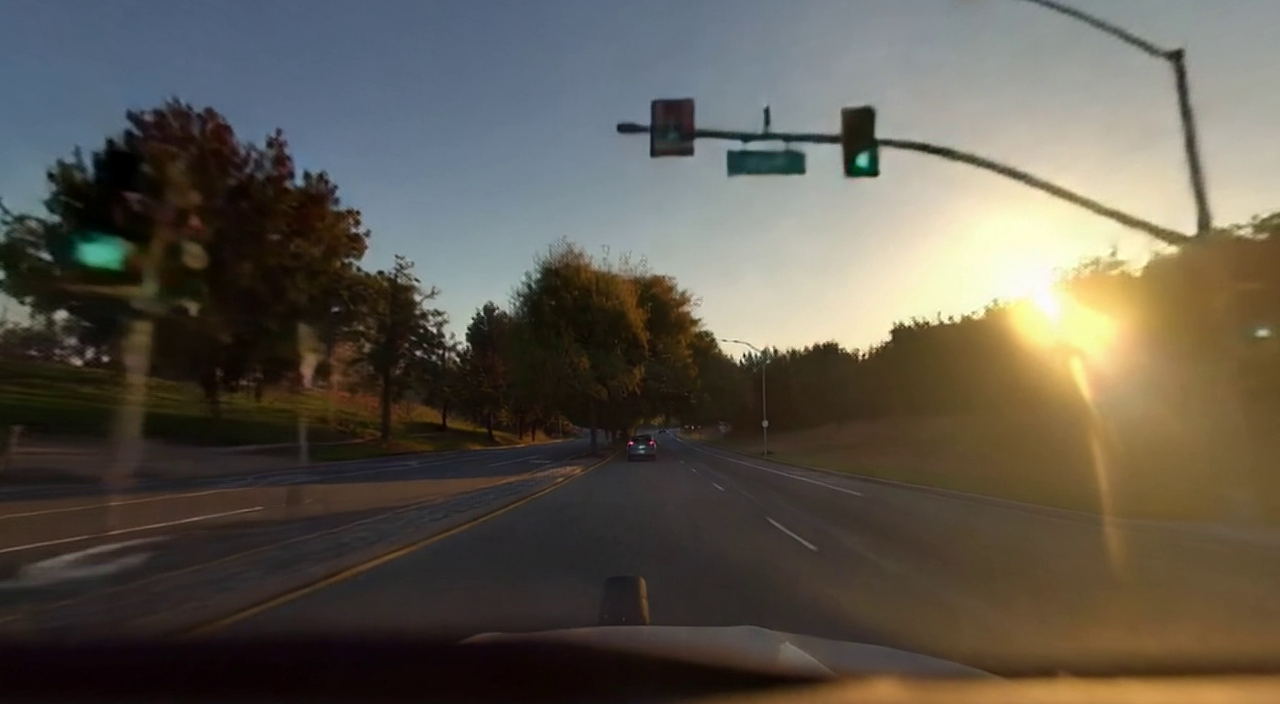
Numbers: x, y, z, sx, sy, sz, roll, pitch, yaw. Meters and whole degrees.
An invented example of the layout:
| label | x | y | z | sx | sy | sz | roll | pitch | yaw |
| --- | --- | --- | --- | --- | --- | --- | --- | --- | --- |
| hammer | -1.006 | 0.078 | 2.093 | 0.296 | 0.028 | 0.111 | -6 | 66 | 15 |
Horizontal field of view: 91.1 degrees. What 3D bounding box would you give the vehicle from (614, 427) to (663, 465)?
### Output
| label | x | y | z | sx | sy | sz | roll | pitch | yaw |
| --- | --- | --- | --- | --- | --- | --- | --- | --- | --- |
| vehicle | -0.066 | 4.676 | 31.111 | 2.256 | 1.734 | 4.176 | 0 | -9 | 0 |
